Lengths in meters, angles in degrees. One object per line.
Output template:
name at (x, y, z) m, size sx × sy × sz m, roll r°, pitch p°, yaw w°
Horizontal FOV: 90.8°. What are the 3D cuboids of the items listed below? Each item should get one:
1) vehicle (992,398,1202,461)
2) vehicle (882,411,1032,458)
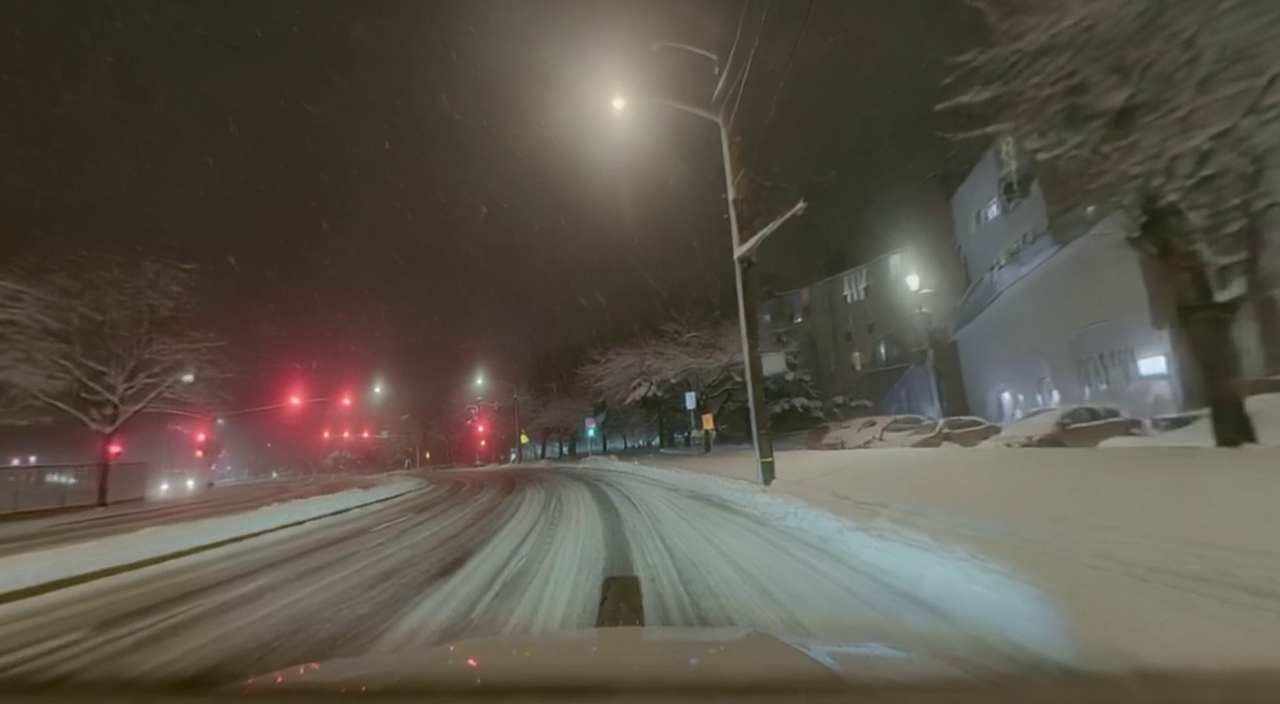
vehicle at (12.341, 2.145, 17.239) m, size 4.332 × 1.581 × 2.028 m, roll 1°, pitch -9°, yaw -9°
vehicle at (11.269, 2.966, 22.573) m, size 4.400 × 1.584 × 1.964 m, roll 1°, pitch -9°, yaw -11°
